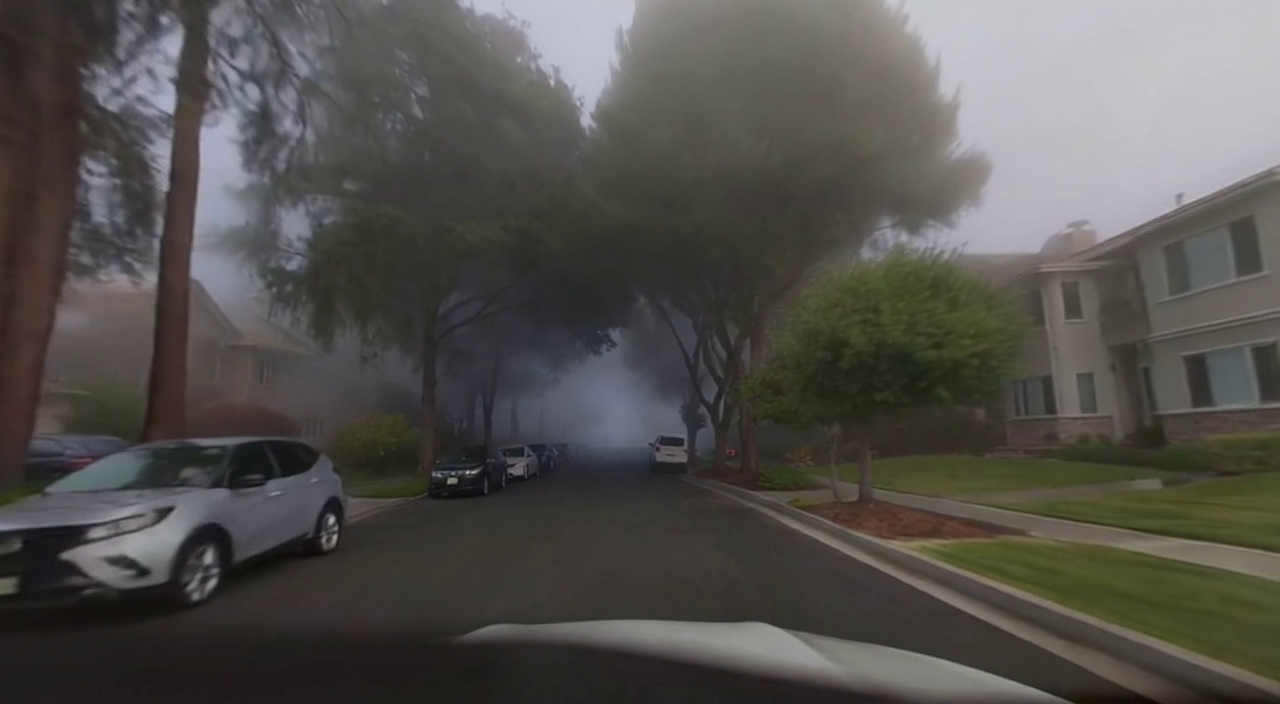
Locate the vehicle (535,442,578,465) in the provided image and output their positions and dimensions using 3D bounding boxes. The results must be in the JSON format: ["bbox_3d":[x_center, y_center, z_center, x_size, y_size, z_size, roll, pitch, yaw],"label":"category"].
[{"bbox_3d":[-5.092,6.203,38.885,1.995,1.330,4.080,0,-8,1],"label":"vehicle"}]

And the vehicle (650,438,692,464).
[{"bbox_3d":[1.845,6.065,38.917,2.000,1.456,5.251,1,-8,-4],"label":"vehicle"}]

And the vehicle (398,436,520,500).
[{"bbox_3d":[-4.846,3.158,17.679,2.086,1.493,4.582,-1,-8,0],"label":"vehicle"}]

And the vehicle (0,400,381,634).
[{"bbox_3d":[-4.671,1.548,6.857,1.974,1.664,4.539,0,-9,-3],"label":"vehicle"}]
